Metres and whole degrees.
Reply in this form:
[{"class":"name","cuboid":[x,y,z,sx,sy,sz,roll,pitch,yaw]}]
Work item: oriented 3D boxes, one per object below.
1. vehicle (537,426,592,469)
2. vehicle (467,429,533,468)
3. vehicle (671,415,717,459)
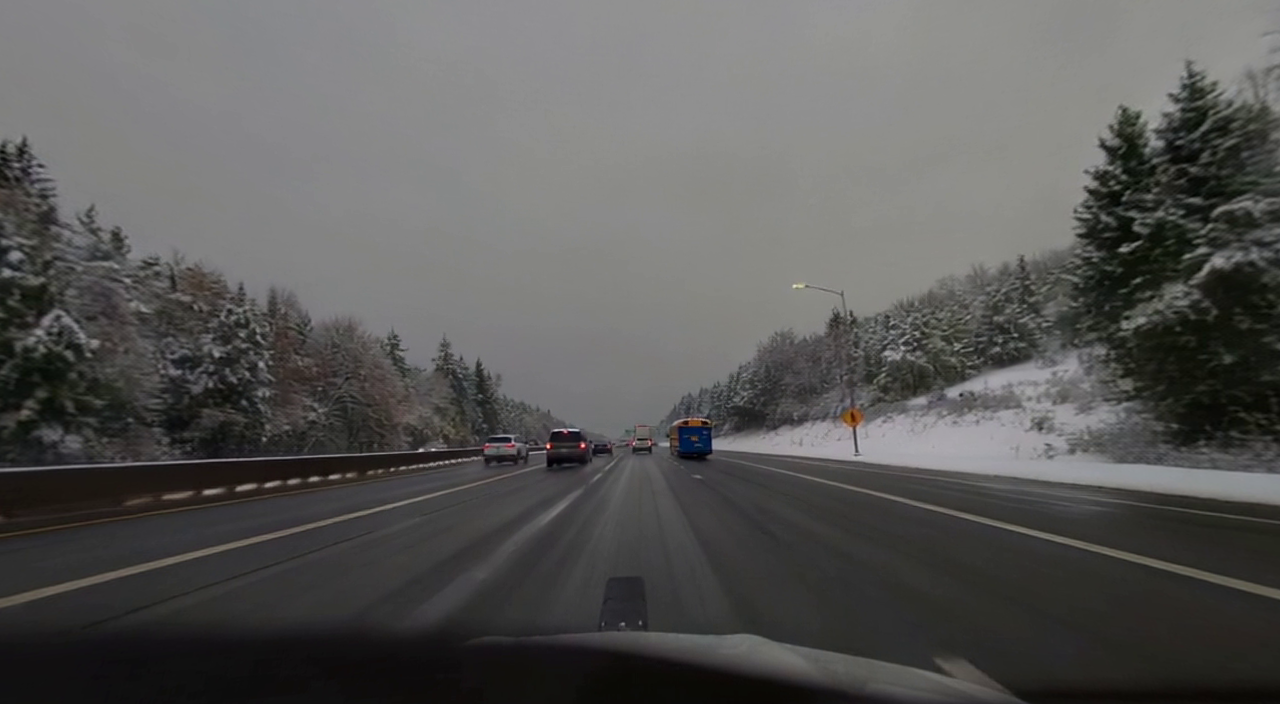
[{"class":"vehicle","cuboid":[-3.508,4.564,30.199,2.016,1.898,4.458,0,-8,1]},{"class":"vehicle","cuboid":[-7.219,5.048,33.163,2.217,1.870,5.075,0,-8,1]},{"class":"vehicle","cuboid":[3.655,6.056,44.439,2.573,2.828,6.754,0,-8,-1]}]
